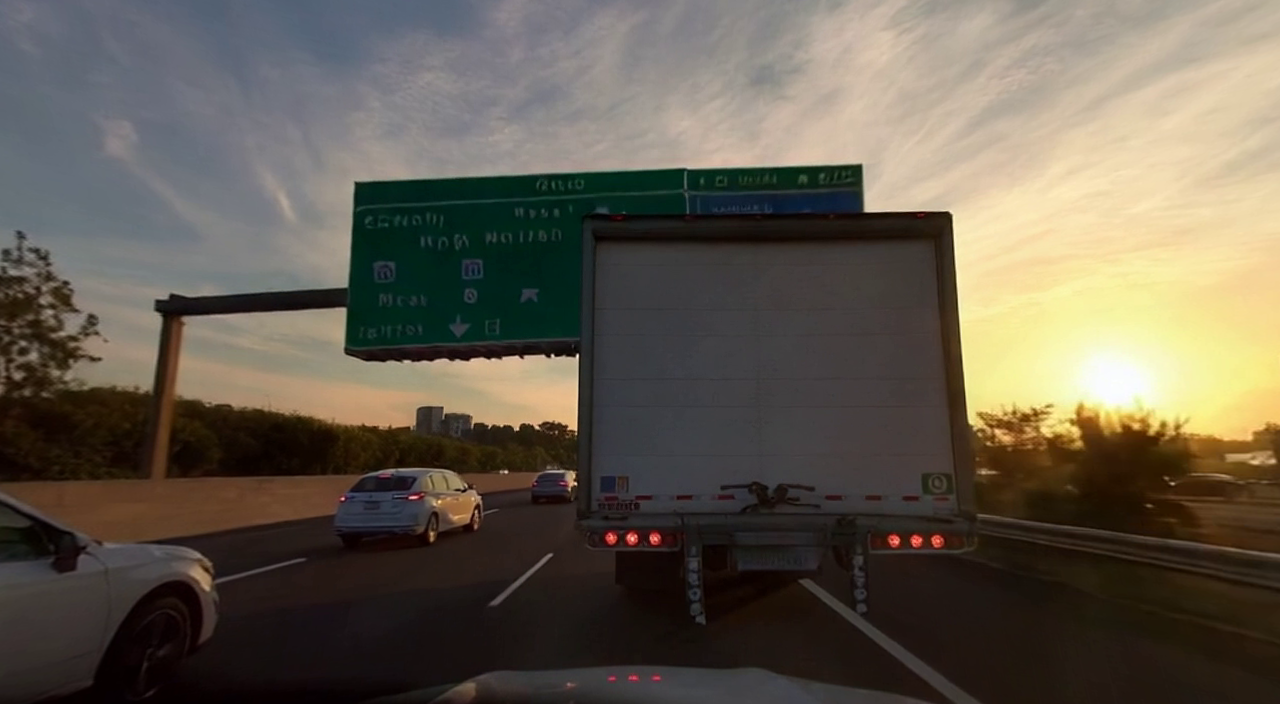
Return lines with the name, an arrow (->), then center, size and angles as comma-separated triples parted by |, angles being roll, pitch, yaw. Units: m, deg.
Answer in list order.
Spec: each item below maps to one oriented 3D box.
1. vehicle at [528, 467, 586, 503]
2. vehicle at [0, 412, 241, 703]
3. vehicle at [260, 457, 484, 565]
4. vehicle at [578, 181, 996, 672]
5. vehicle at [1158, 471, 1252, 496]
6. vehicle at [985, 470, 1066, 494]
vehicle -> -3.678, 5.999, 28.711 | 1.964, 1.482, 4.371 | 0, -11, 1
vehicle -> -3.467, 0.802, 1.423 | 1.983, 1.509, 4.679 | 0, -11, 1
vehicle -> -4.292, 2.637, 11.060 | 1.946, 1.469, 4.431 | 1, -11, 0
vehicle -> 1.003, 1.213, 8.862 | 2.831, 3.529, 8.689 | 1, -11, 0
vehicle -> 35.409, 8.233, 39.581 | 3.974, 1.485, 1.709 | -1, -11, 8
vehicle -> 25.496, 8.623, 41.828 | 4.299, 1.465, 1.807 | -4, -11, 23
